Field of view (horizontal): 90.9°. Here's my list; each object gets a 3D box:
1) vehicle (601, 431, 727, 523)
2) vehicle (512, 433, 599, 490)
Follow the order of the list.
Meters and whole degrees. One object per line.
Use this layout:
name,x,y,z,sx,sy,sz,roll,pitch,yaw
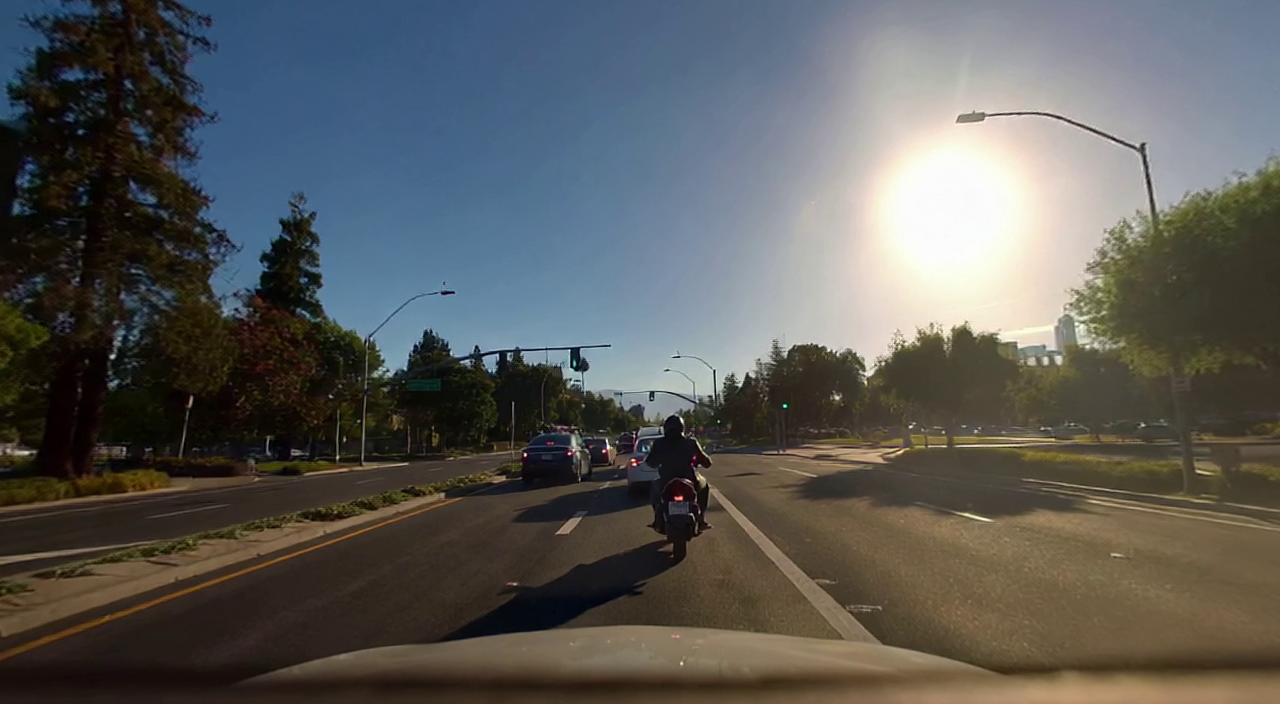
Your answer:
vehicle,0.453,2.337,12.471,2.009,1.450,4.608,-1,-8,2
vehicle,-2.415,3.255,19.078,1.979,1.499,3.840,-1,-8,2
